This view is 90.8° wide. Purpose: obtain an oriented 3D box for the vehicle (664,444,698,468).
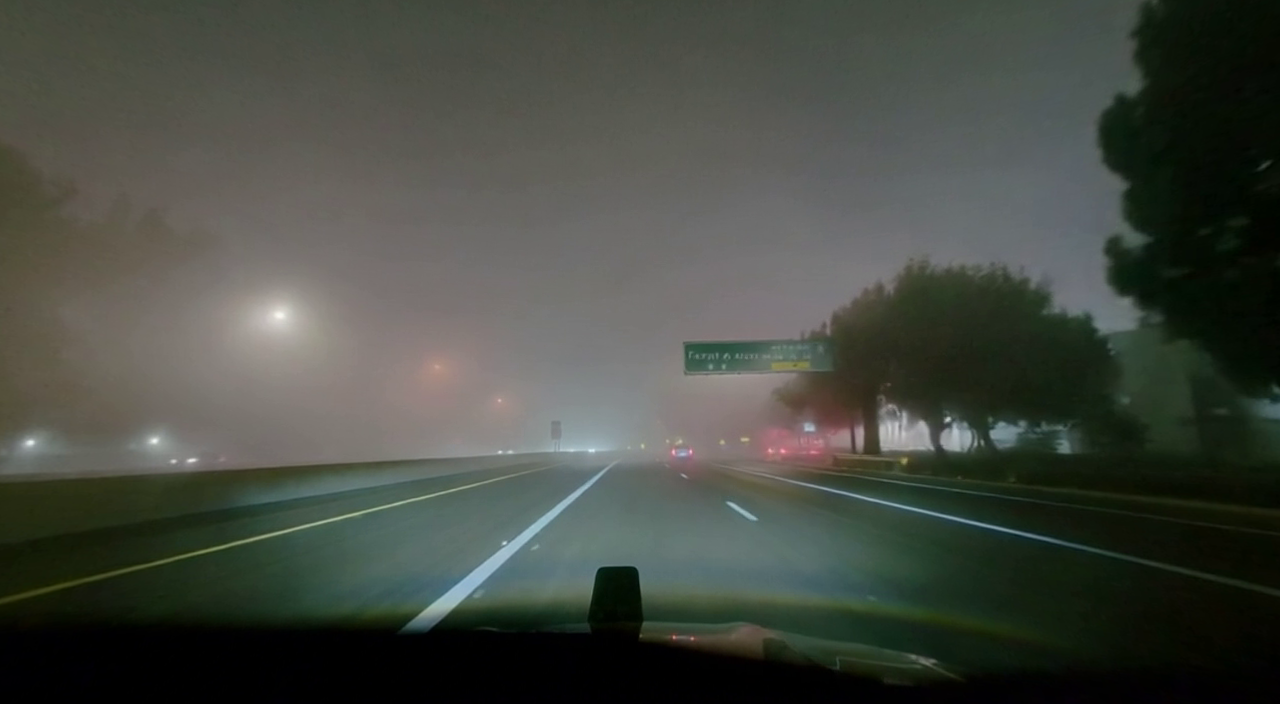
[{"bbox_3d":[3.071,7.902,48.319,2.083,1.643,4.565,1,-8,-2],"label":"vehicle"}]
